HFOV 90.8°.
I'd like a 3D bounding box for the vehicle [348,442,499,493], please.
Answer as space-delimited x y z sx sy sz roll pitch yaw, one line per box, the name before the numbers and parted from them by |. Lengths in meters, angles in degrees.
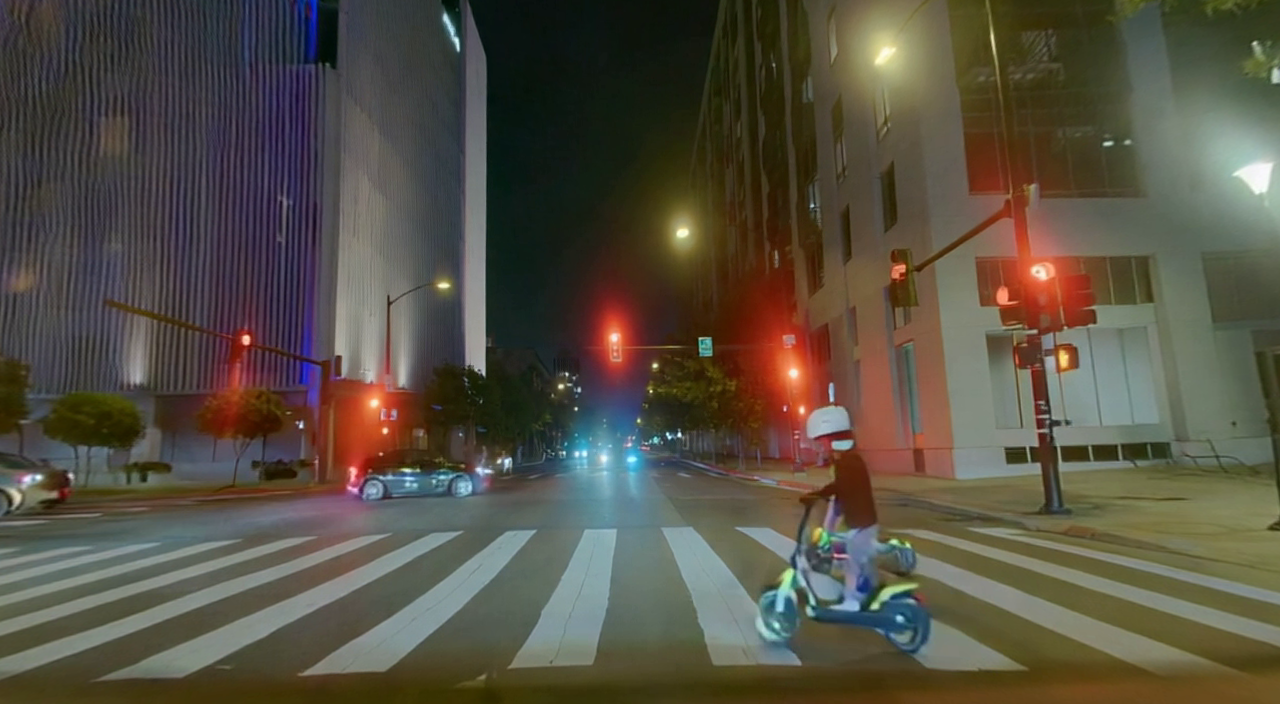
vehicle | -7.611 4.014 22.401 4.641 1.616 2.051 5 -10 -34
